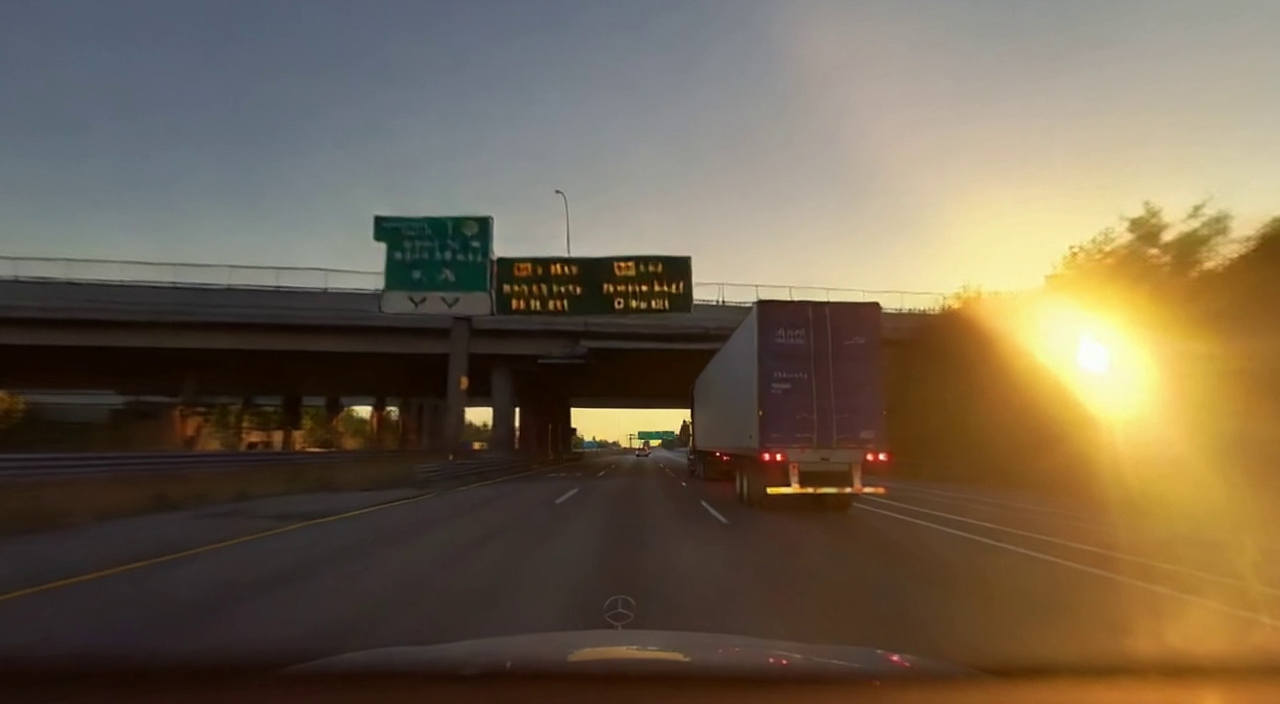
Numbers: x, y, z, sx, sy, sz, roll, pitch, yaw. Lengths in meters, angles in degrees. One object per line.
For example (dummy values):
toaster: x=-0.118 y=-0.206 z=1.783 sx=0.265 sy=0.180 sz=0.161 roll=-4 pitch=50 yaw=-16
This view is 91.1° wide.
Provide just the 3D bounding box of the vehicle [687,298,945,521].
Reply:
vehicle: x=3.670 y=2.087 z=18.555 sx=3.244 sy=4.020 sz=14.561 roll=0 pitch=-9 yaw=-1
